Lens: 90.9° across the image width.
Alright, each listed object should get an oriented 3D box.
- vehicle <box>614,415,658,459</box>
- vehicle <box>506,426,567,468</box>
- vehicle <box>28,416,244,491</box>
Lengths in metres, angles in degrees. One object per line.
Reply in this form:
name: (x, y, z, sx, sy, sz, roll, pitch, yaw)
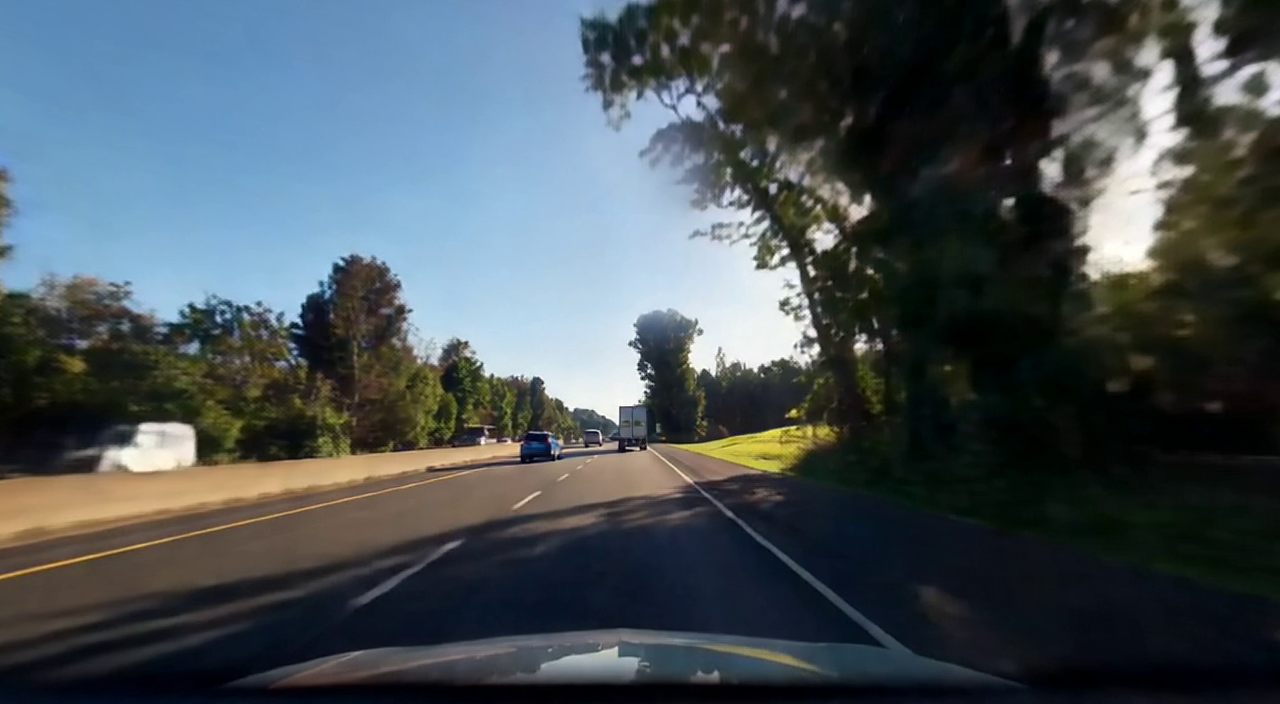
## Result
vehicle: (-0.299, 5.239, 39.003, 2.526, 2.531, 5.026, 0, -8, -1)
vehicle: (-4.551, 4.236, 28.403, 2.049, 1.726, 4.291, 0, -8, 0)
vehicle: (-13.219, 2.674, 17.018, 2.137, 1.726, 4.503, 0, -8, -1)
